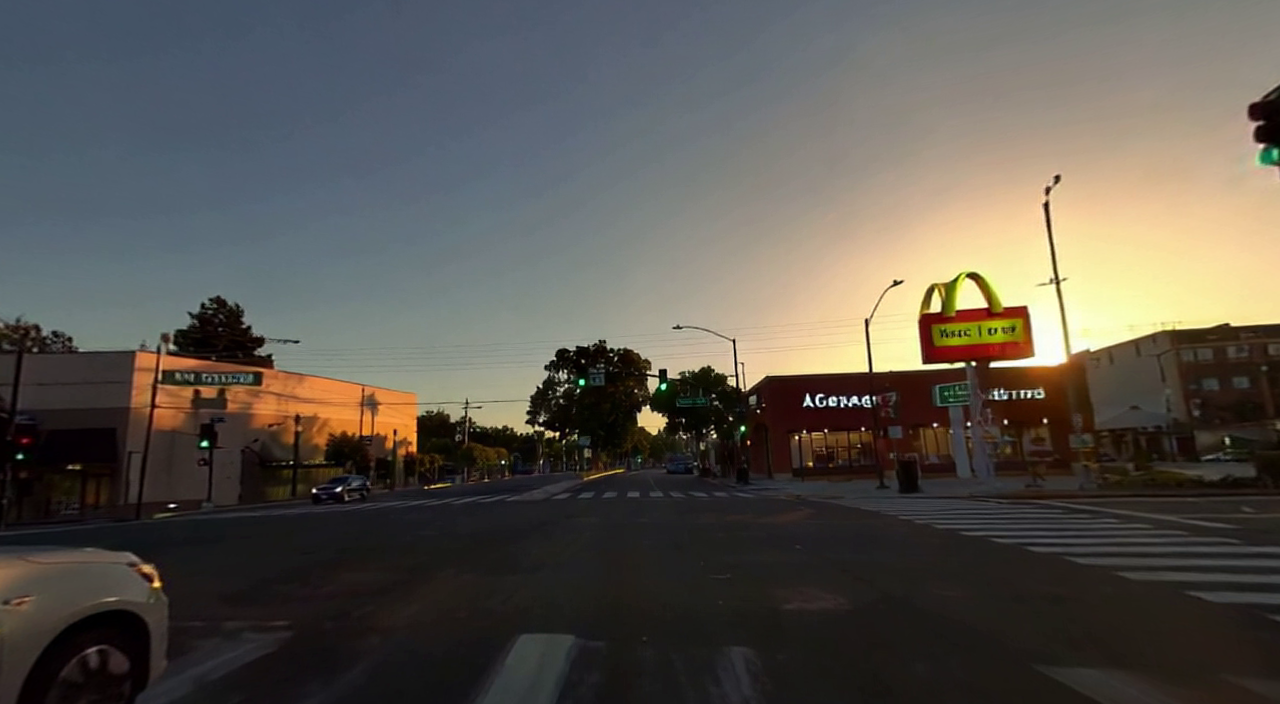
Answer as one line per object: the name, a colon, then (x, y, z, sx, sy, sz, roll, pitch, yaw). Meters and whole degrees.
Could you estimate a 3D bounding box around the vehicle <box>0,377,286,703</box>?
vehicle: (-3.327, 0.827, 1.605, 2.081, 1.644, 4.523, 0, -9, 2)

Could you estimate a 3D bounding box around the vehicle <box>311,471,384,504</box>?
vehicle: (-15.871, 7.346, 34.378, 1.931, 1.471, 4.152, 0, -9, 1)
